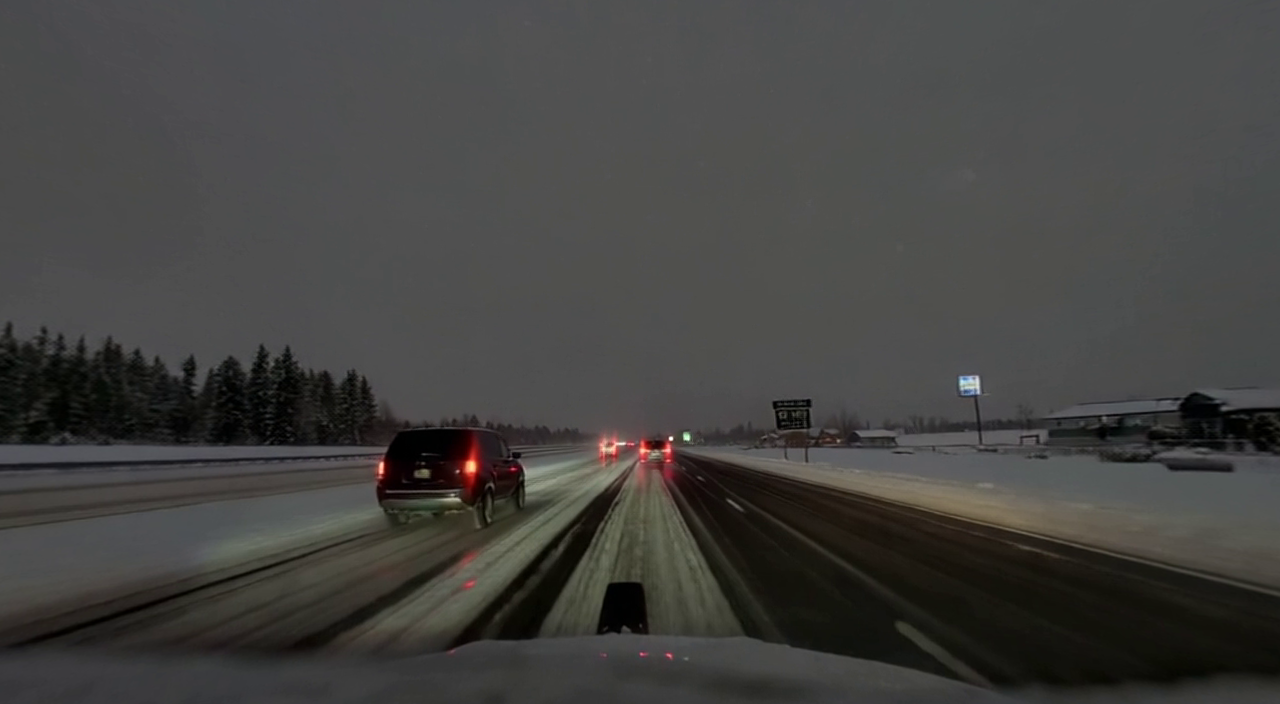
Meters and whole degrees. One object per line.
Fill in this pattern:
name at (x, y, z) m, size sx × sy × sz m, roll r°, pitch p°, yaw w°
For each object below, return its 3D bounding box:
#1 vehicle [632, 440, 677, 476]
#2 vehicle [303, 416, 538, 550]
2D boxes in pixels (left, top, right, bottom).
vehicle at (0.660, 4.986, 29.892) m, size 2.000 × 1.558 × 3.945 m, roll 0°, pitch -8°, yaw 0°
vehicle at (-3.293, 2.087, 10.751) m, size 2.239 × 1.761 × 4.620 m, roll 0°, pitch -8°, yaw 2°
